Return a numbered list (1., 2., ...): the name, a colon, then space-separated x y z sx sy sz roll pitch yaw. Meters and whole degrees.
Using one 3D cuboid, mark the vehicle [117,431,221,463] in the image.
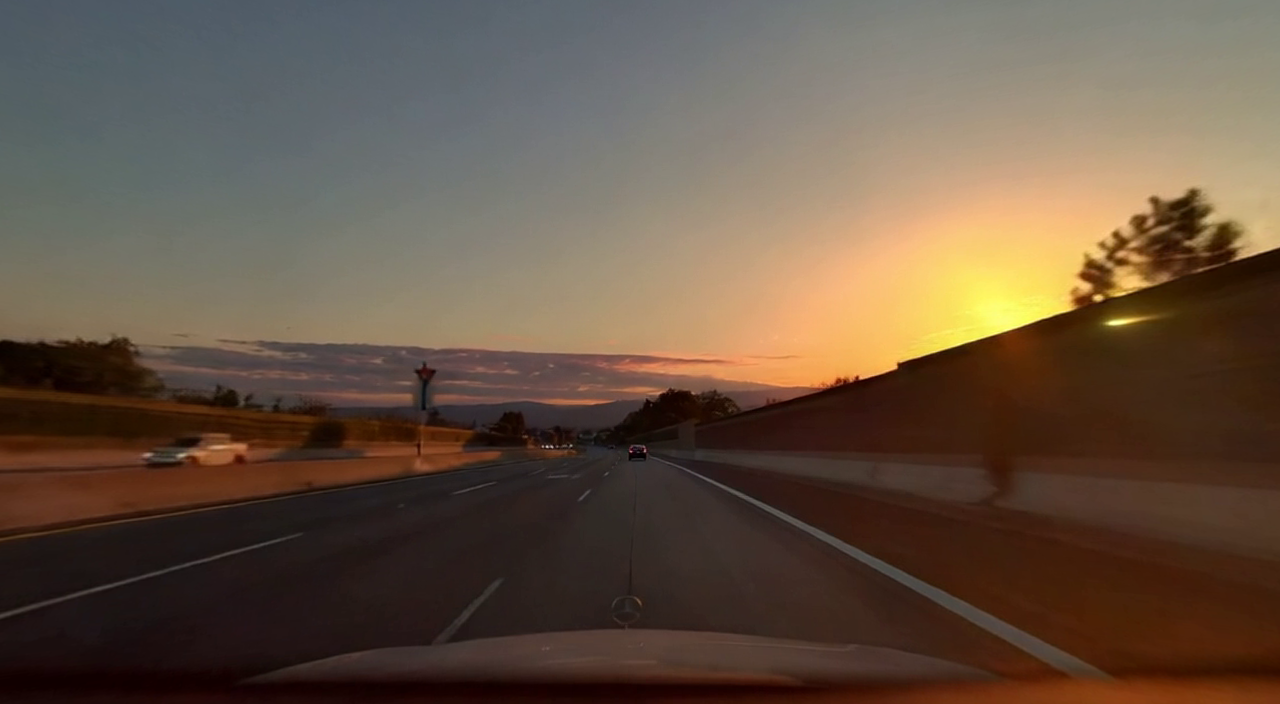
1. vehicle: -24.571 4.993 33.057 1.914 1.593 4.501 0 -9 0
